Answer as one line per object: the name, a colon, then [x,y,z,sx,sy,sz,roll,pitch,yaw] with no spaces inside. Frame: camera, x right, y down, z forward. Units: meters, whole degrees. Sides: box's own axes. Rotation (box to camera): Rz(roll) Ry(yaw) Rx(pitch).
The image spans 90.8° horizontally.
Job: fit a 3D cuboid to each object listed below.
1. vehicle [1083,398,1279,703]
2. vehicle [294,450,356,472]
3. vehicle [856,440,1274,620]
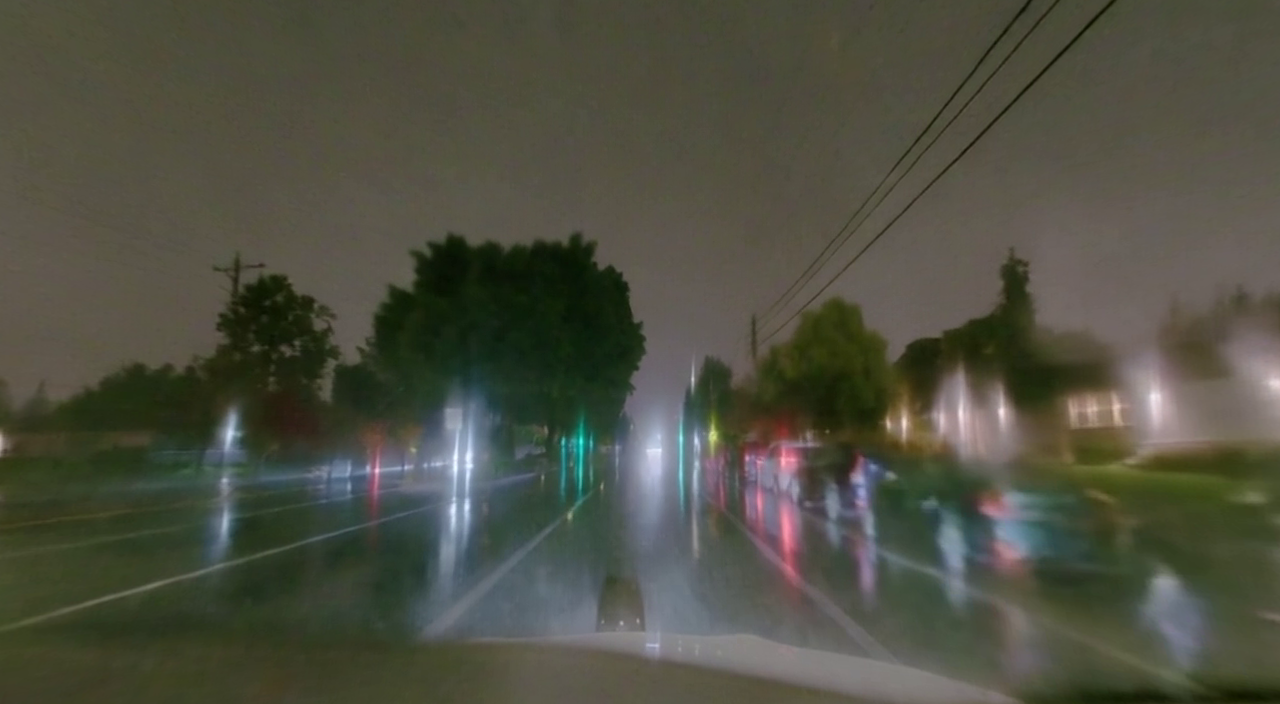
vehicle: [4.043,0.860,2.218,1.825,1.525,4.417,0,-9,1]
vehicle: [-22.428,7.768,45.211,1.931,1.500,4.688,-1,-9,2]
vehicle: [4.060,1.714,7.132,1.779,1.384,4.283,0,-9,1]
